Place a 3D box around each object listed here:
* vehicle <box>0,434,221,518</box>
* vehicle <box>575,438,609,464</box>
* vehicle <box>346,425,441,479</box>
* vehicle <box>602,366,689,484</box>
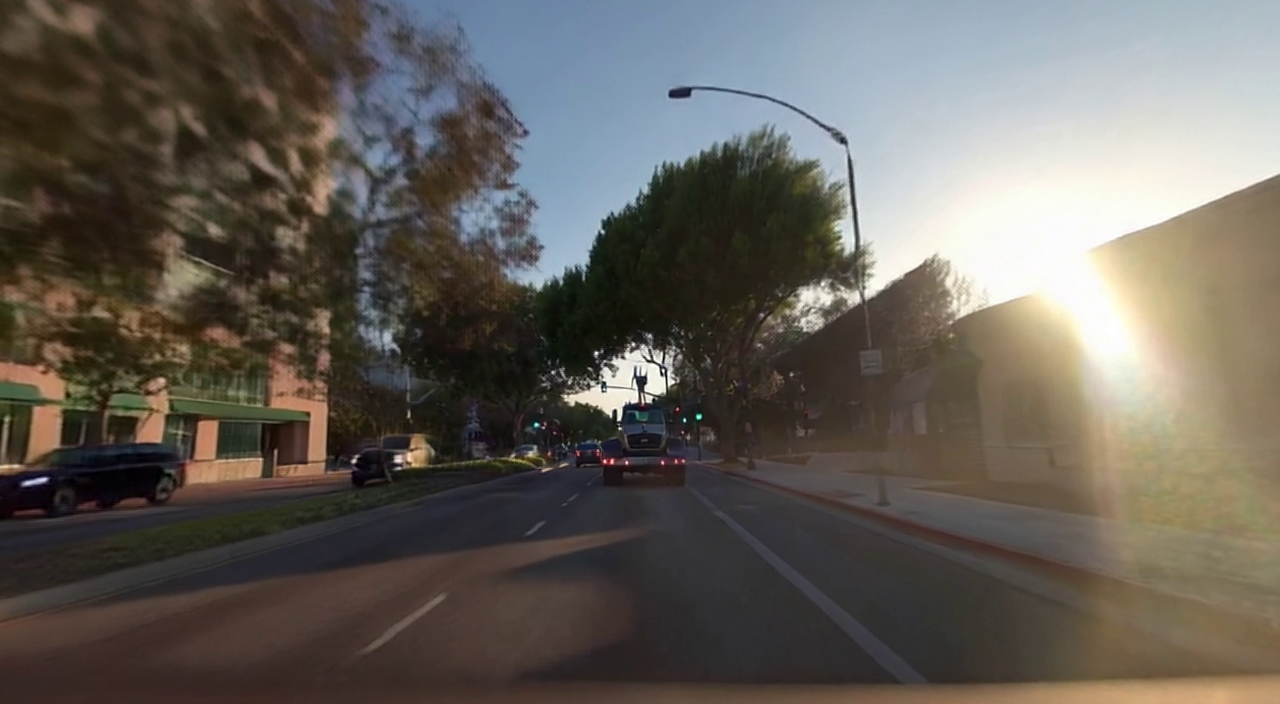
[{"bbox_3d":[-15.176,3.377,17.939,2.225,1.946,6.187,0,-9,1],"label":"vehicle"},{"bbox_3d":[-3.271,6.883,43.804,2.081,1.688,4.235,0,-9,0],"label":"vehicle"},{"bbox_3d":[-12.164,4.999,31.718,2.404,2.444,5.799,0,-9,0],"label":"vehicle"},{"bbox_3d":[0.194,2.989,24.321,2.552,3.461,11.044,-1,-9,0],"label":"vehicle"}]
